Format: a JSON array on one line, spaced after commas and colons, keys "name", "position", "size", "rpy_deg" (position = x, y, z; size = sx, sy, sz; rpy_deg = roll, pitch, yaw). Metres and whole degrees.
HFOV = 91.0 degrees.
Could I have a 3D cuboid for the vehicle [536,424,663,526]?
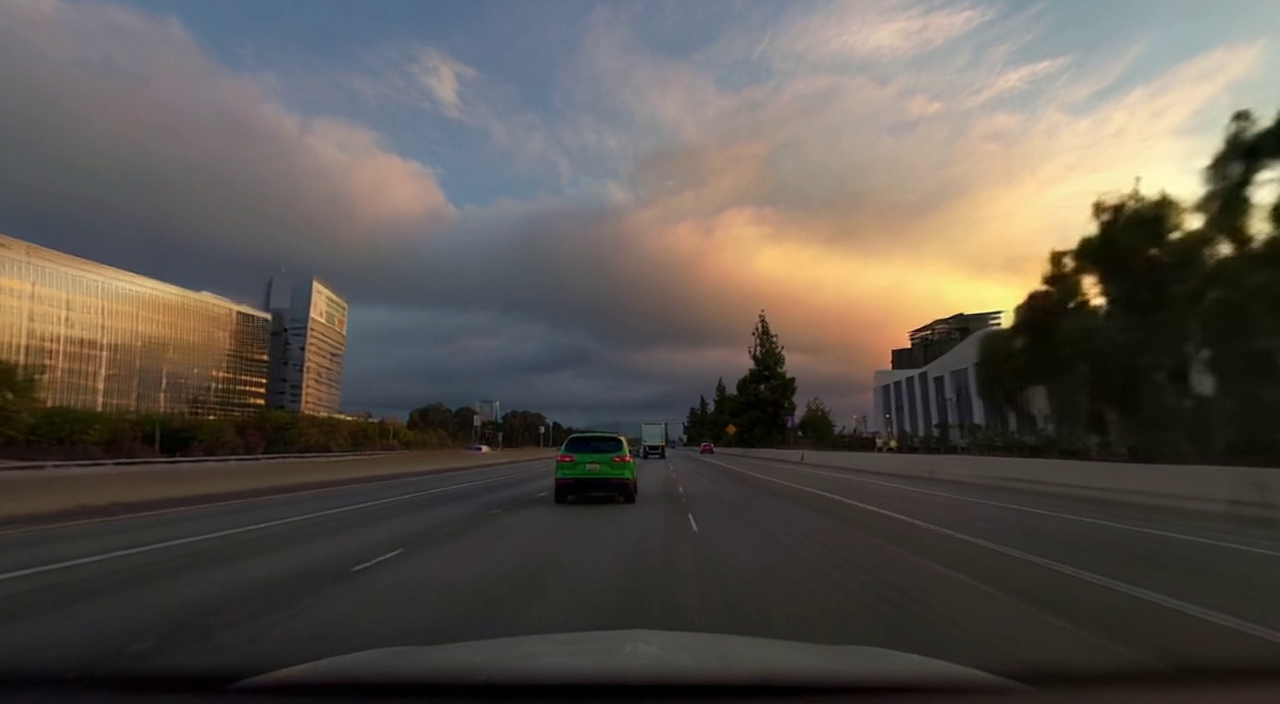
[{"name": "vehicle", "position": [-0.633, 2.472, 13.197], "size": [2.111, 1.742, 4.315], "rpy_deg": [0, -9, 3]}]
